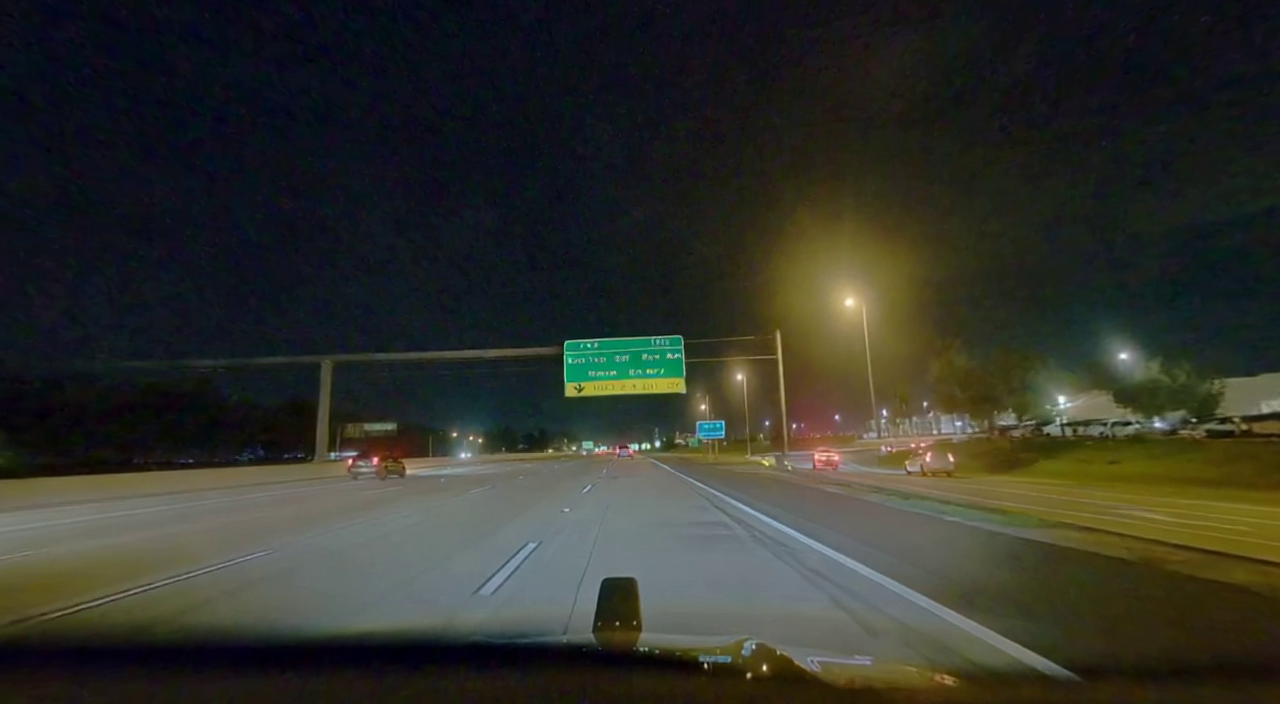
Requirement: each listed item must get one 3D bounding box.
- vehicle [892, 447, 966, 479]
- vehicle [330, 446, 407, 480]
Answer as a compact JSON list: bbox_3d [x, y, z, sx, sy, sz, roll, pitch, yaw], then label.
[{"bbox_3d":[17.119,6.569,37.776,2.172,1.778,5.085,0,-9,2],"label":"vehicle"},{"bbox_3d":[-14.168,5.796,33.274,2.057,1.619,4.443,0,-9,-1],"label":"vehicle"}]
